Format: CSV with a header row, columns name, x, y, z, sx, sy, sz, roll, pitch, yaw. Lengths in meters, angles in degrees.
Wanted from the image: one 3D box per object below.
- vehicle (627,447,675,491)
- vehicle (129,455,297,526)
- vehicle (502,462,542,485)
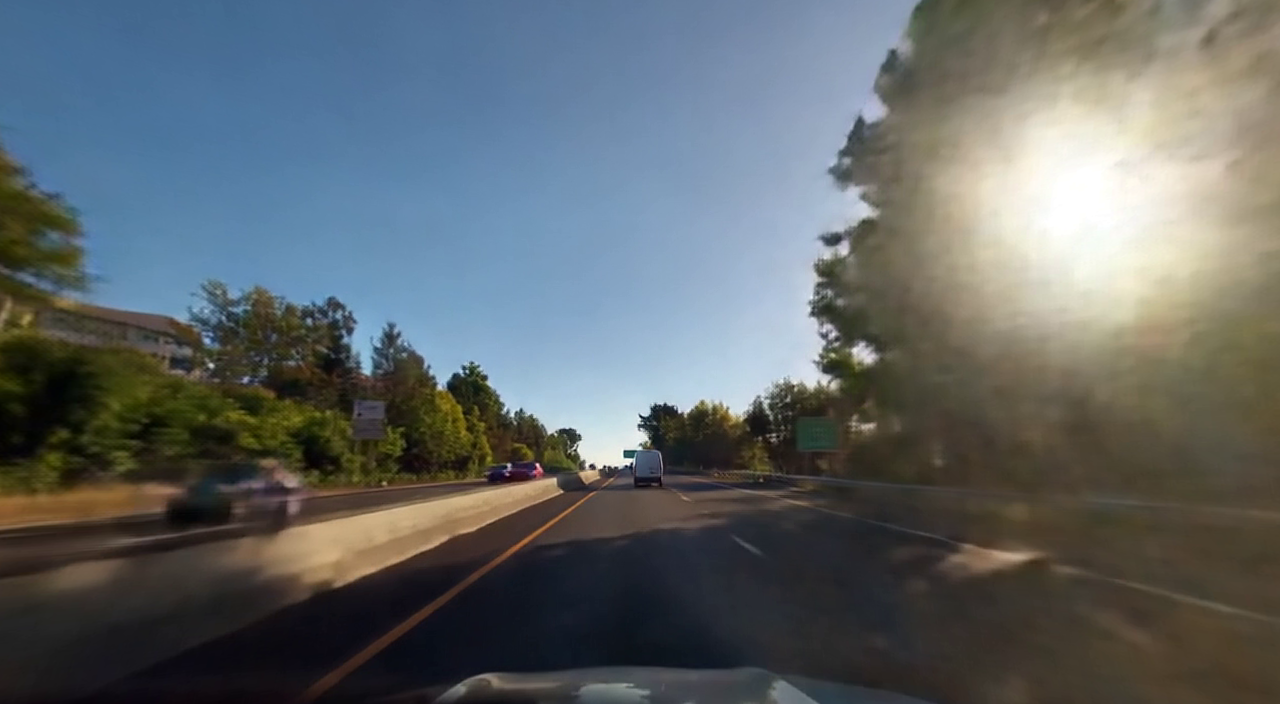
name,x,y,z,sx,sy,sz,roll,pitch,yaw
vehicle,0.508,6.421,34.648,2.429,2.167,4.558,1,-11,-1
vehicle,-12.622,4.116,19.048,2.101,1.841,4.167,1,-11,-1
vehicle,-8.265,8.569,44.440,1.980,1.534,4.116,1,-11,0
